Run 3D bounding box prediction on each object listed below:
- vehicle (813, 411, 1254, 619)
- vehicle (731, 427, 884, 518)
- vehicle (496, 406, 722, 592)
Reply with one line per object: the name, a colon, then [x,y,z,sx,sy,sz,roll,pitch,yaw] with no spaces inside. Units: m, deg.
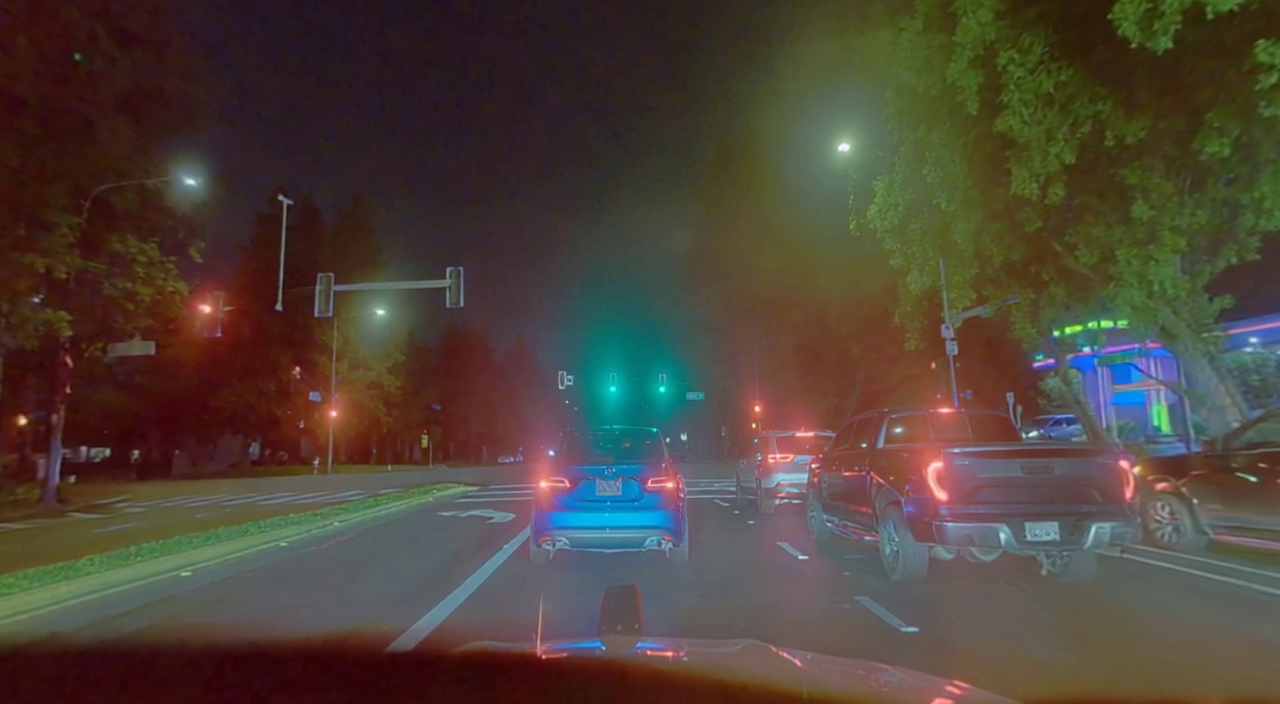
vehicle: [3.607,1.567,7.117,1.955,1.550,4.587,0,-8,-1]
vehicle: [3.378,2.521,13.734,2.031,1.626,4.264,0,-8,-1]
vehicle: [-0.273,1.606,7.640,2.037,1.674,3.693,0,-8,0]
